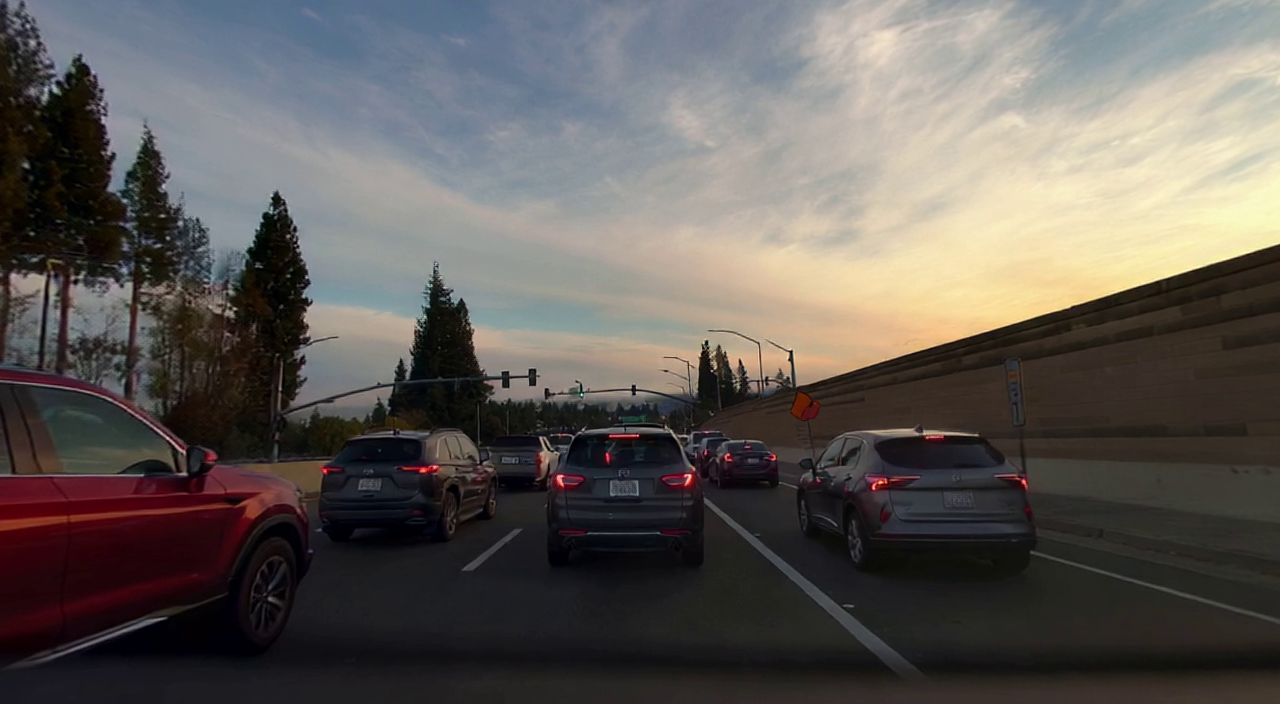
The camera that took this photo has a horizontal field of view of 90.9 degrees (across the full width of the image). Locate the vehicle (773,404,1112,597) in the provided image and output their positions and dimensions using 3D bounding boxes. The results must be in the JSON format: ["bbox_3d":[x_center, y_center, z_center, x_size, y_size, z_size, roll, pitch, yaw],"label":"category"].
[{"bbox_3d":[3.148,1.631,7.802,2.029,1.702,4.281,0,-8,0],"label":"vehicle"}]

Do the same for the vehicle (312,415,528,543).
[{"bbox_3d":[-3.483,2.109,11.154,2.067,1.759,4.631,0,-8,1],"label":"vehicle"}]

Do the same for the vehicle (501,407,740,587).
[{"bbox_3d":[-0.150,1.655,7.952,2.245,1.677,3.913,0,-8,1],"label":"vehicle"}]

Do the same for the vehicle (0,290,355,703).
[{"bbox_3d":[-3.511,0.829,3.120,2.070,1.913,4.450,0,-8,0],"label":"vehicle"}]
